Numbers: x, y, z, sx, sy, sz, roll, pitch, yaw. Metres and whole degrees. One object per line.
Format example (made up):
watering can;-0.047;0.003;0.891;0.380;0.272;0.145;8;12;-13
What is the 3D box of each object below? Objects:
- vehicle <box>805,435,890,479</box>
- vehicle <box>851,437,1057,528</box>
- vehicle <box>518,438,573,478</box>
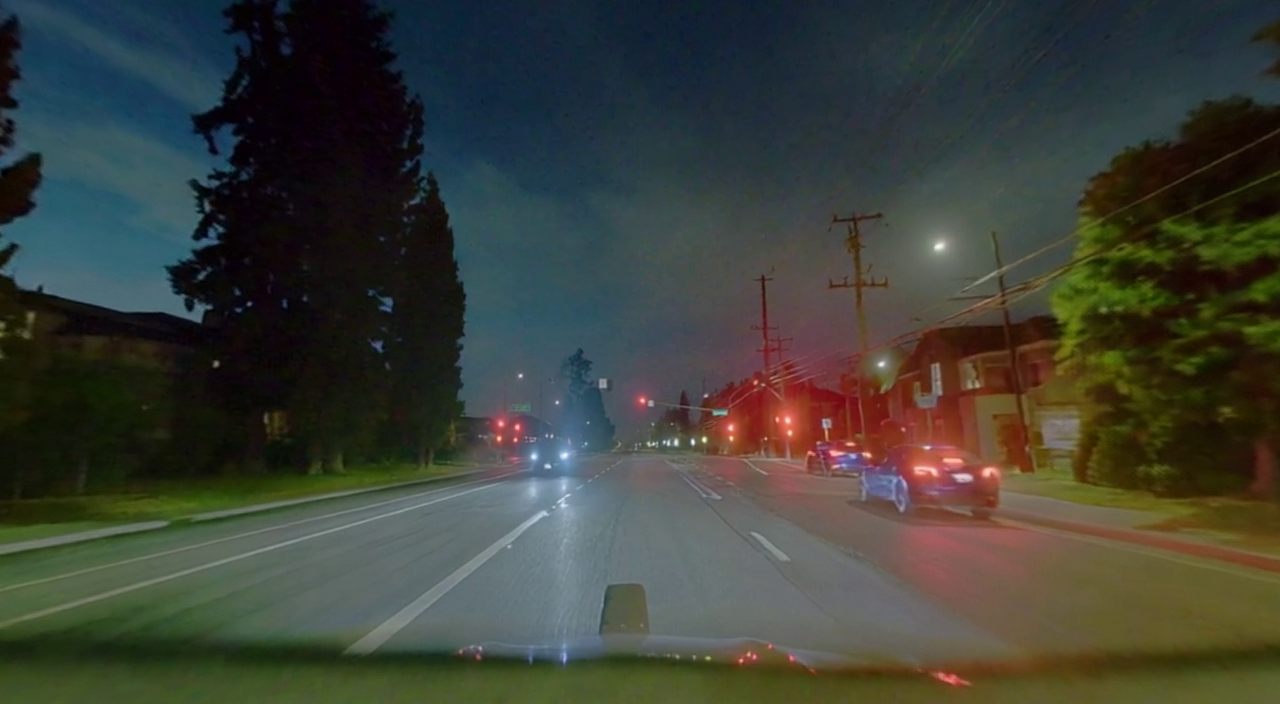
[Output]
vehicle;9.117;4.643;28.221;2.170;1.771;4.908;0;-8;1
vehicle;5.942;2.484;12.666;2.040;1.475;4.389;0;-8;3
vehicle;-4.537;5.148;30.967;2.012;1.778;4.990;0;-8;-1
